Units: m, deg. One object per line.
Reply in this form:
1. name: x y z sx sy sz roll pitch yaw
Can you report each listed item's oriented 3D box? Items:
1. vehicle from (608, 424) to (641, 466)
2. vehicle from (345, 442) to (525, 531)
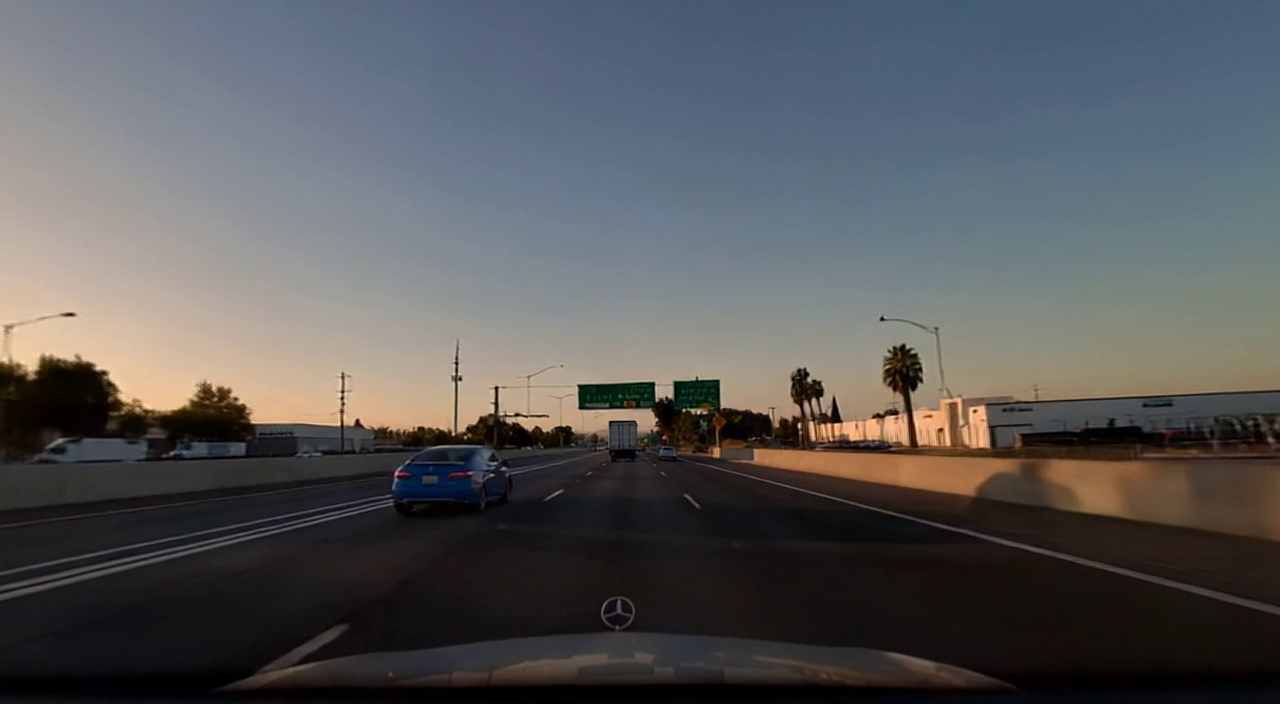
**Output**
1. vehicle: -1.217 7.119 48.246 2.364 2.953 6.495 0 -8 -2
2. vehicle: -3.778 2.543 12.604 2.097 1.447 4.291 0 -8 1
